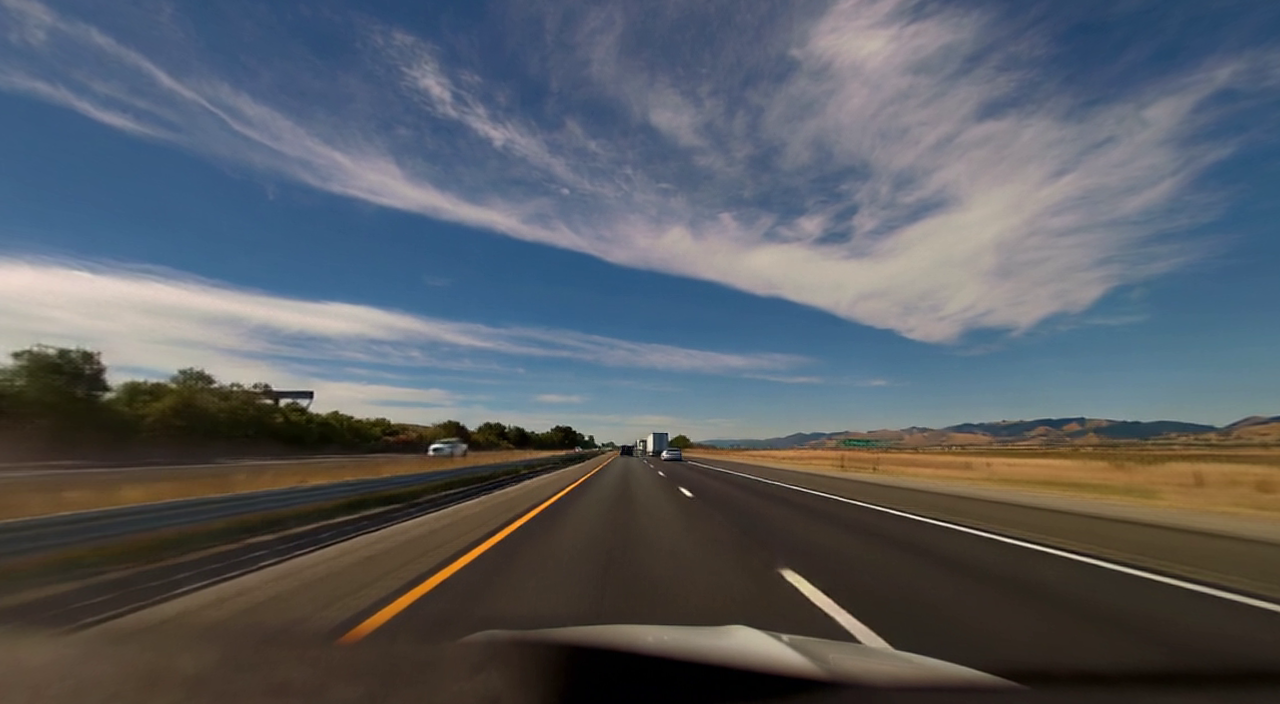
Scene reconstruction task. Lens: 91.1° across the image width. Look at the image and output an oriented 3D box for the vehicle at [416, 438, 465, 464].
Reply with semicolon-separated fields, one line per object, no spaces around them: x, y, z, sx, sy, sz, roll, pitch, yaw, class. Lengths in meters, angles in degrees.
-13.910;6.952;44.052;2.013;1.690;4.217;0;-9;0;vehicle
